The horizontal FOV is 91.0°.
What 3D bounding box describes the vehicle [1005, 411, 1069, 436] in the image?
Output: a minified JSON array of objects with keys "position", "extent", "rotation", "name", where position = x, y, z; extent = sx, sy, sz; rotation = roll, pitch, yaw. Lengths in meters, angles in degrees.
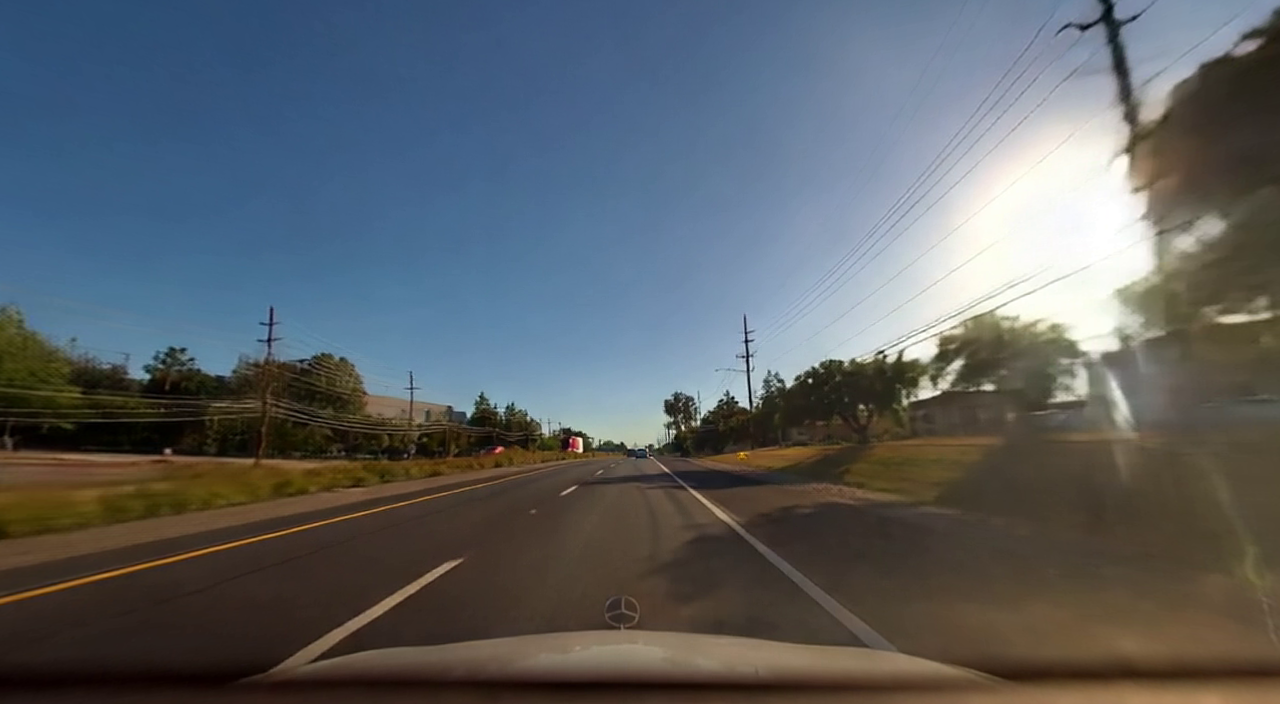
[{"position":[28.202,5.129,44.915],"extent":[1.887,1.623,4.203],"rotation":[0,-9,2],"name":"vehicle"}]
